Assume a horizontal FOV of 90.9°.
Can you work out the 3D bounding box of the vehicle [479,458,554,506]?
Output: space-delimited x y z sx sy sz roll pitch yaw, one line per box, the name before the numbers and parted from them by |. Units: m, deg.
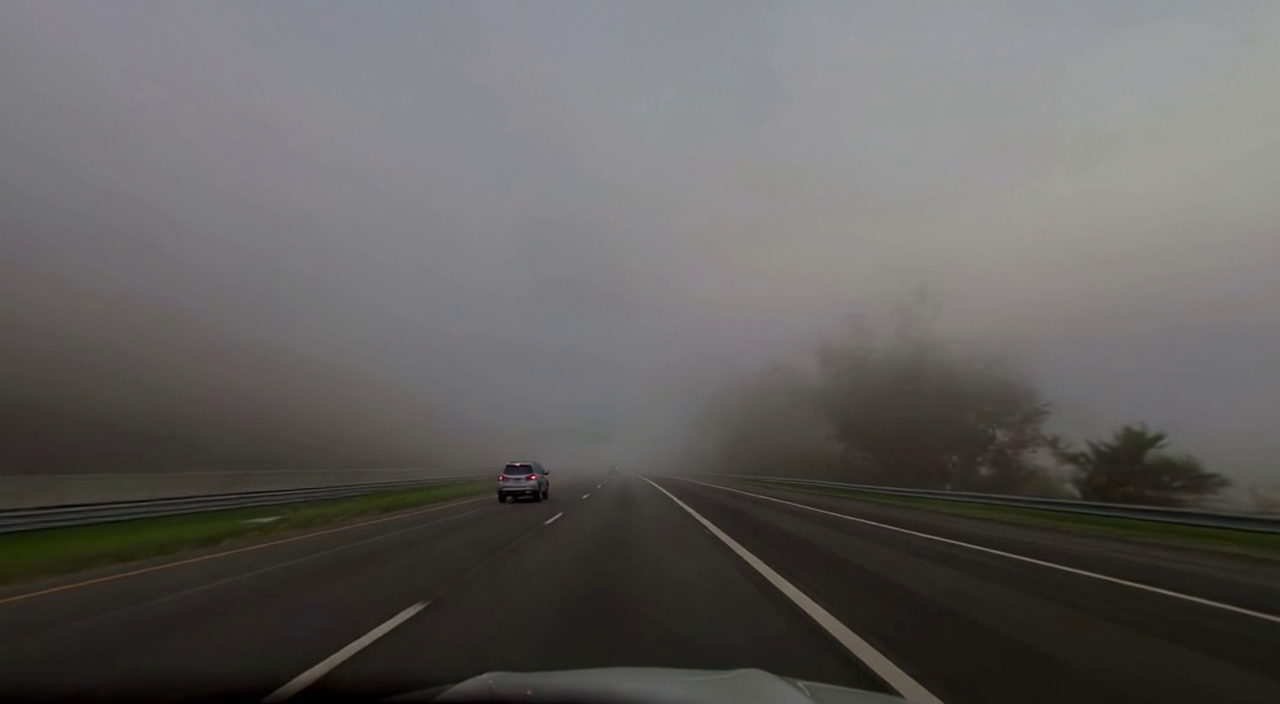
vehicle | -4.453 4.766 23.360 2.025 1.584 3.657 1 -10 0
